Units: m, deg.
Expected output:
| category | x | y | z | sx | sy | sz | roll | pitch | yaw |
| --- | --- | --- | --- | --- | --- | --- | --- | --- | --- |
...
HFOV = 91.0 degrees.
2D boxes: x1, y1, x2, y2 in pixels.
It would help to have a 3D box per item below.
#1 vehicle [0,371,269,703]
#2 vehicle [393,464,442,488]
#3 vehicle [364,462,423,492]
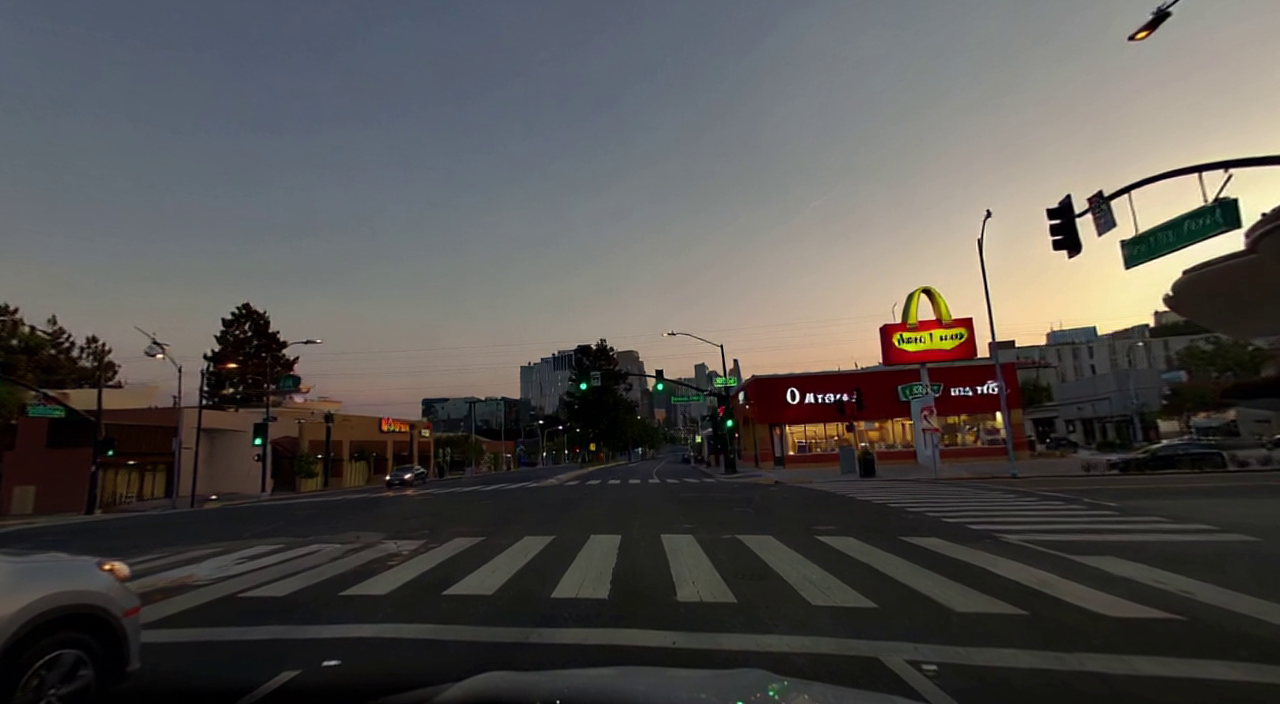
| category | x | y | z | sx | sy | sz | roll | pitch | yaw |
| --- | --- | --- | --- | --- | --- | --- | --- | --- | --- |
| vehicle | -3.415 | 0.789 | 1.556 | 2.081 | 1.644 | 4.523 | 0 | -9 | 2 |
| vehicle | -15.755 | 8.798 | 44.857 | 1.931 | 1.471 | 4.152 | 0 | -9 | 0 |
| vehicle | -19.223 | 9.722 | 49.460 | 2.227 | 2.033 | 5.614 | 0 | -8 | 2 |
